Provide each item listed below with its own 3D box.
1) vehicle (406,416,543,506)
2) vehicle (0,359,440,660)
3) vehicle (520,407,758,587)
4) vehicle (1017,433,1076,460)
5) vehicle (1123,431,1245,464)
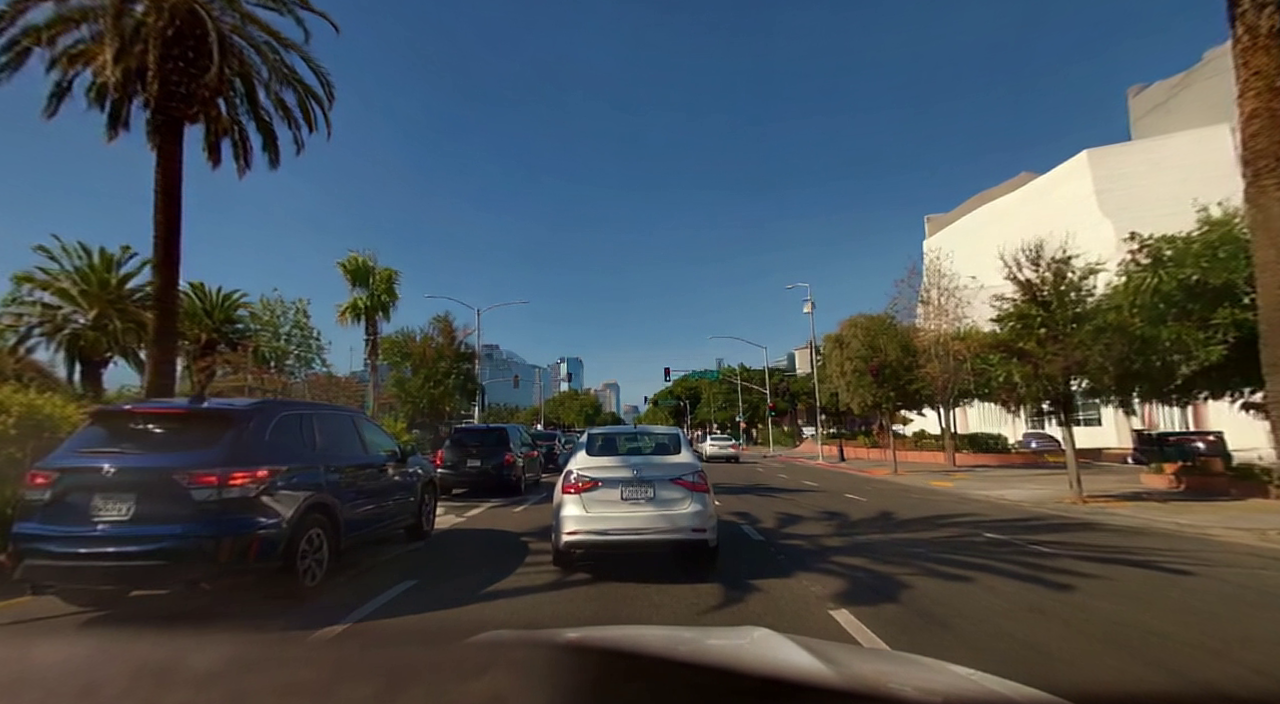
[{"bbox_3d":[-3.452,2.363,14.000,1.840,1.684,4.041,0,-8,1],"label":"vehicle"},{"bbox_3d":[-3.534,1.232,5.928,1.914,1.741,4.398,0,-8,-1],"label":"vehicle"},{"bbox_3d":[-0.048,1.608,7.821,2.114,1.585,4.285,0,-8,-1],"label":"vehicle"},{"bbox_3d":[26.157,6.108,40.713,1.882,1.672,3.957,-2,-9,13],"label":"vehicle"},{"bbox_3d":[25.448,4.479,29.596,3.914,1.427,1.779,-2,-8,5],"label":"vehicle"}]
